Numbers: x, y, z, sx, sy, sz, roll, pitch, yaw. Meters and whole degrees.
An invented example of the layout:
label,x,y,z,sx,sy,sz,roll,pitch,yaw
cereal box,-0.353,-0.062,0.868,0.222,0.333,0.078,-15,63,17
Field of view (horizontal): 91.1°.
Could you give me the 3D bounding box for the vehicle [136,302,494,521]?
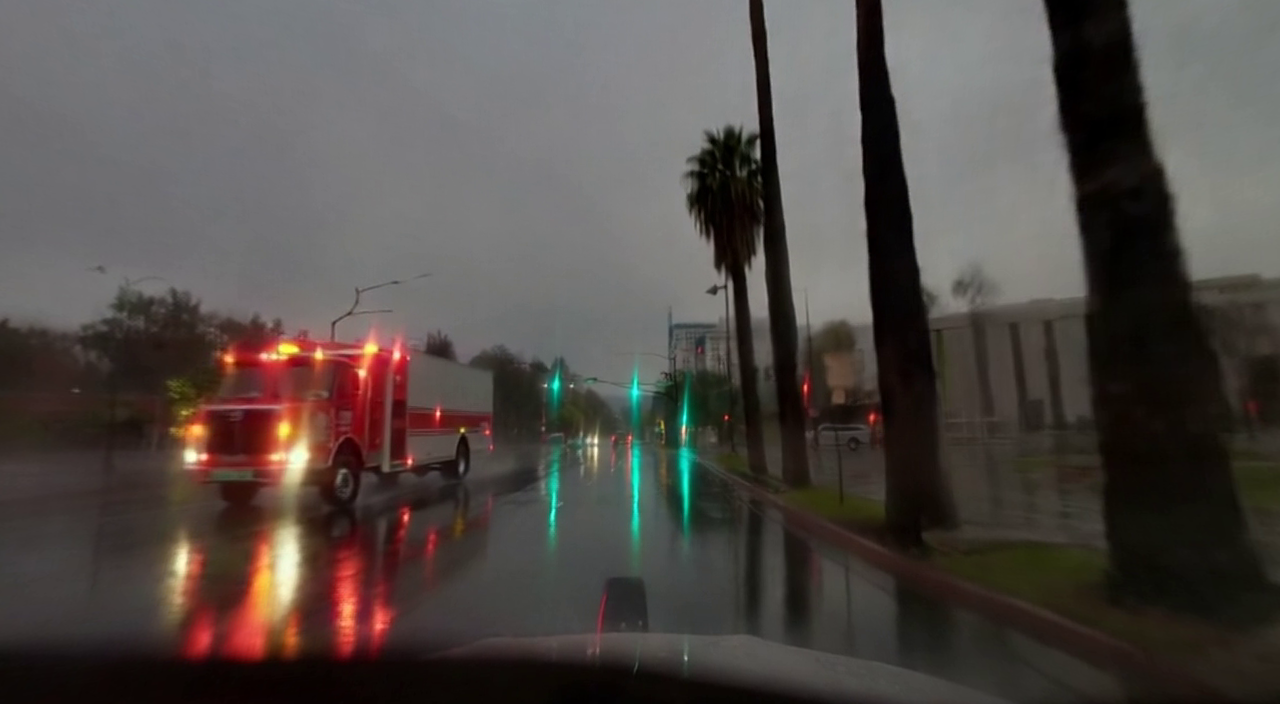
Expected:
label,x,y,z,sx,sy,sz,roll,pitch,yaw
vehicle,-6.845,1.826,16.558,3.008,3.730,11.786,0,-8,1
